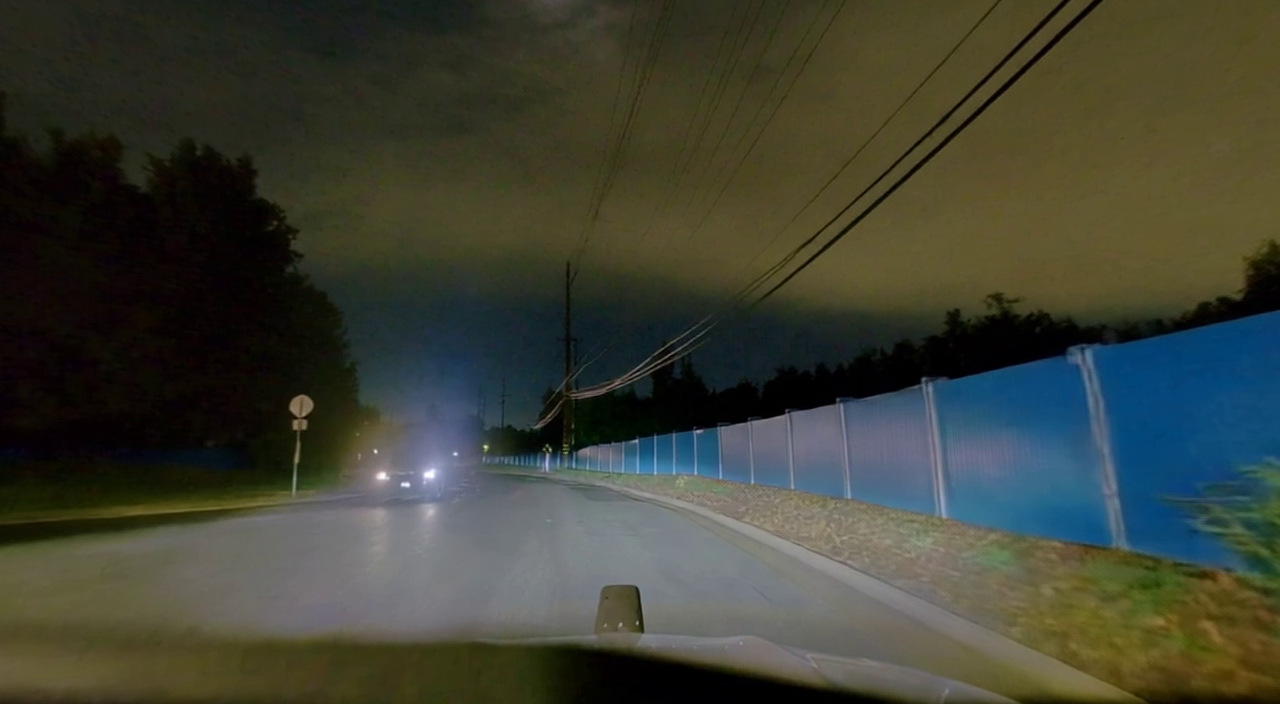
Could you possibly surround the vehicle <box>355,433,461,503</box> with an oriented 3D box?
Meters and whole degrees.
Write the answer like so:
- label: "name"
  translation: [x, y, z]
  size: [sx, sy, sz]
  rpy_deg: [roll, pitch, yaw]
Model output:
- label: "vehicle"
  translation: [-6.986, 3.508, 19.539]
  size: [2.185, 1.901, 4.177]
  rpy_deg: [1, -9, -8]
